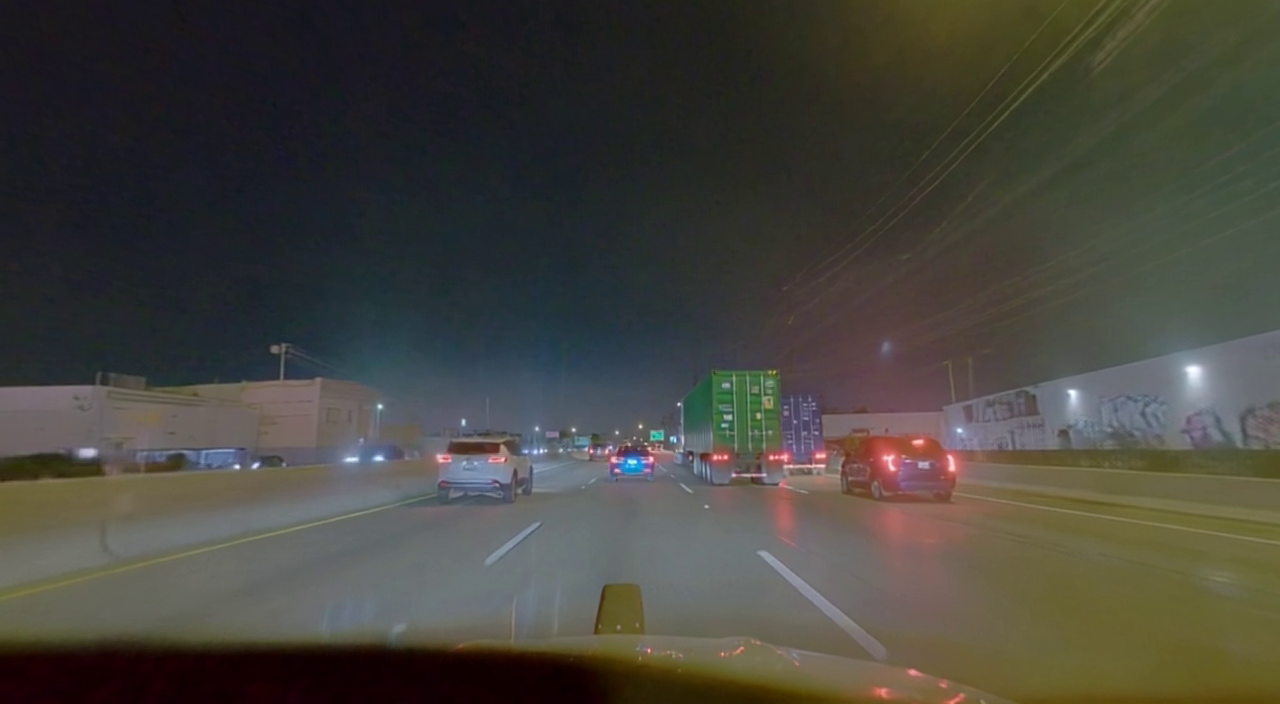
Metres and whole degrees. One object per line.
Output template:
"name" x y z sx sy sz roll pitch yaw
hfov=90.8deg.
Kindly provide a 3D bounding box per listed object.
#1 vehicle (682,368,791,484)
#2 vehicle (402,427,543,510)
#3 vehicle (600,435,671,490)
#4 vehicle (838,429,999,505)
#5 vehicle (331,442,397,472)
"vehicle" 3.788 3.581 28.672 2.800 4.039 13.179 0 -9 0
"vehicle" -4.033 2.910 16.192 2.264 1.804 4.584 0 -9 1
"vehicle" -0.174 3.759 21.726 2.191 1.685 4.015 0 -9 -1
"vehicle" 7.179 3.030 16.992 2.202 1.731 4.628 0 -9 0
"vehicle" -15.935 6.063 36.716 1.896 1.627 4.434 0 -9 -1
